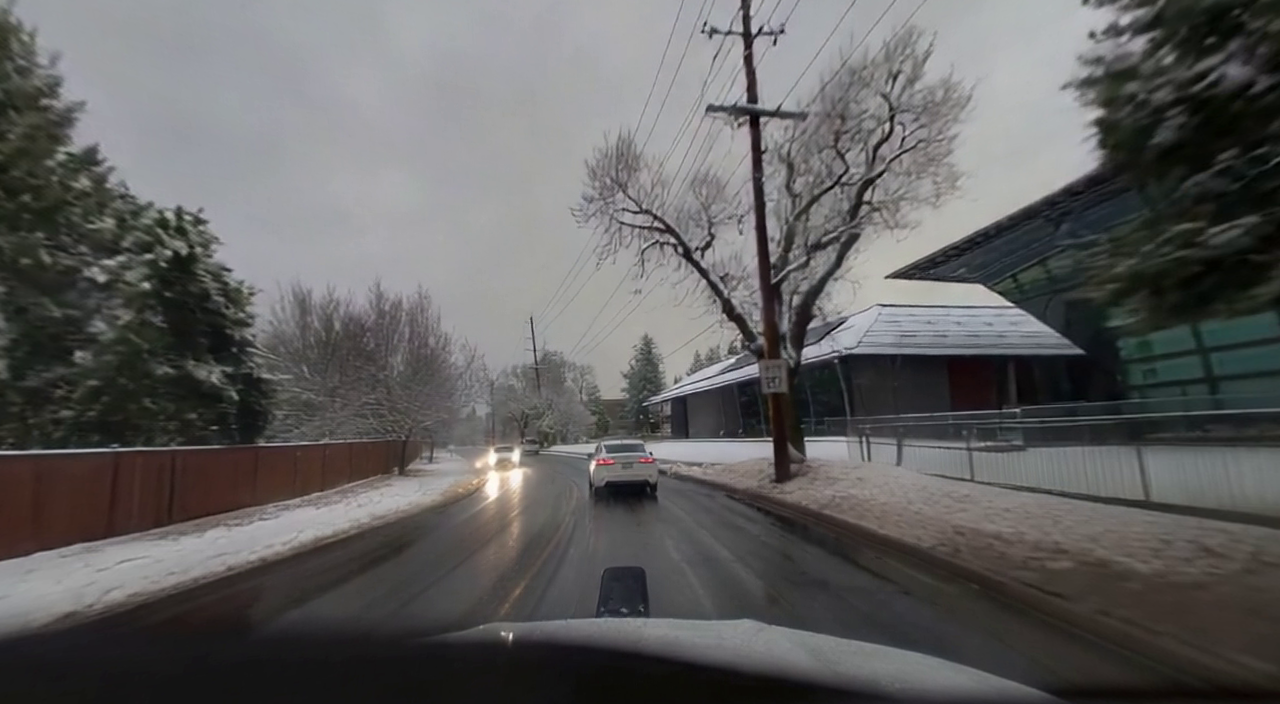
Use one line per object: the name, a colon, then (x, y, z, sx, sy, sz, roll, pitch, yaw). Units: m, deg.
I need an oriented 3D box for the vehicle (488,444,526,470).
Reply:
vehicle: (-8.111, 6.331, 38.212, 1.957, 1.442, 4.180, 2, -8, -15)

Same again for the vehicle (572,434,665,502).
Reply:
vehicle: (-0.666, 2.848, 16.010, 2.060, 1.487, 3.920, 1, -8, -6)
